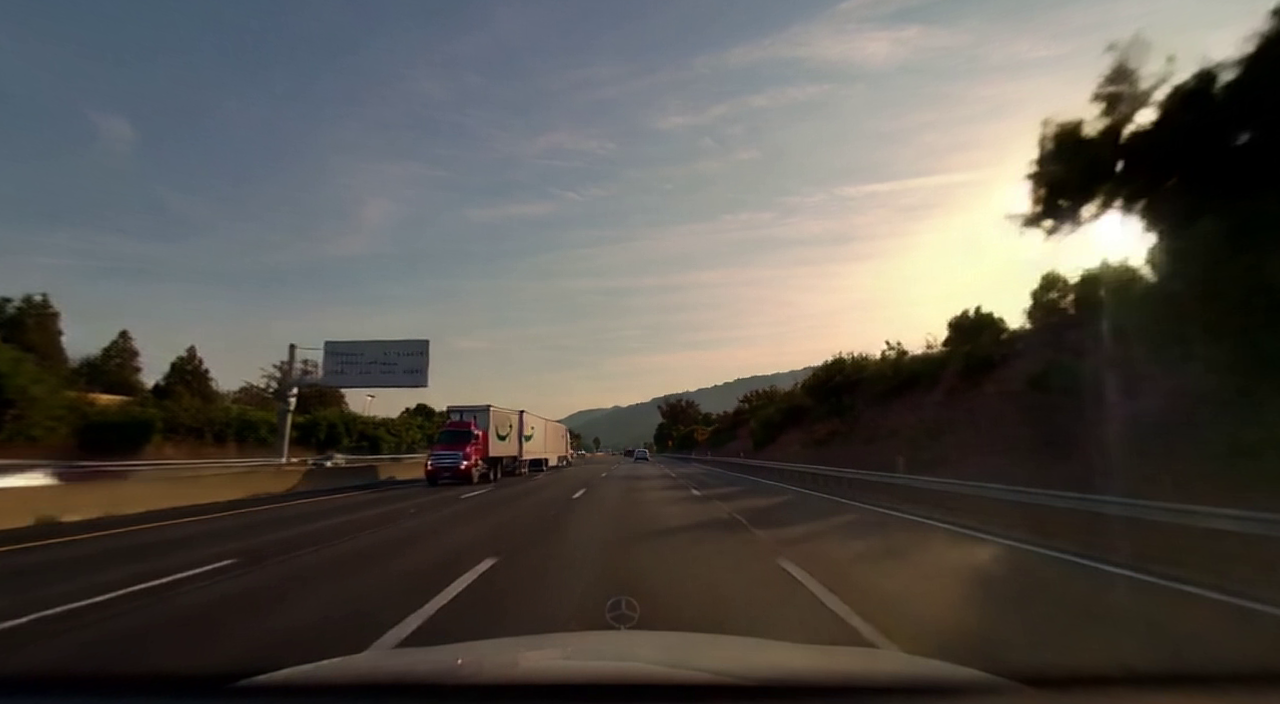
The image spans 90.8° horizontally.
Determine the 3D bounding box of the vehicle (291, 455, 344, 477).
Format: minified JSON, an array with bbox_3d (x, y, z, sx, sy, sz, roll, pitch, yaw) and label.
[{"bbox_3d":[-22.924,8.119,45.020,1.747,1.426,3.723,0,-9,1],"label":"vehicle"}]
